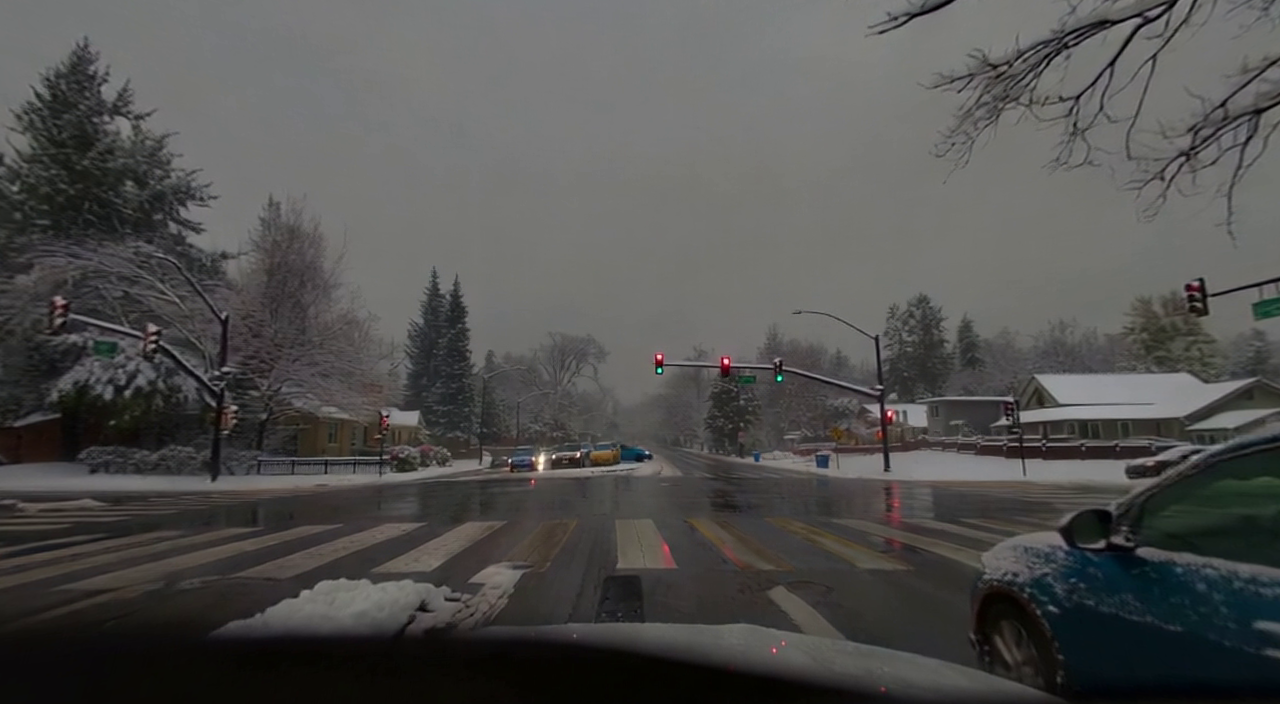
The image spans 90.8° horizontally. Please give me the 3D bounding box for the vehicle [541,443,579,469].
[{"bbox_3d":[-5.507,7.224,43.943,2.091,1.707,4.157,0,-9,0],"label":"vehicle"}]

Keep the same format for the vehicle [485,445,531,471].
[{"bbox_3d":[-8.913,7.187,43.192,2.028,1.654,5.027,0,-9,0],"label":"vehicle"}]

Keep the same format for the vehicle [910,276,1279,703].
[{"bbox_3d":[2.710,0.673,1.376,2.085,1.800,4.908,0,-9,0],"label":"vehicle"}]

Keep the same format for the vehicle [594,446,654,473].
[{"bbox_3d":[-0.996,6.372,37.754,2.046,1.491,4.118,4,-10,-26],"label":"vehicle"}]
